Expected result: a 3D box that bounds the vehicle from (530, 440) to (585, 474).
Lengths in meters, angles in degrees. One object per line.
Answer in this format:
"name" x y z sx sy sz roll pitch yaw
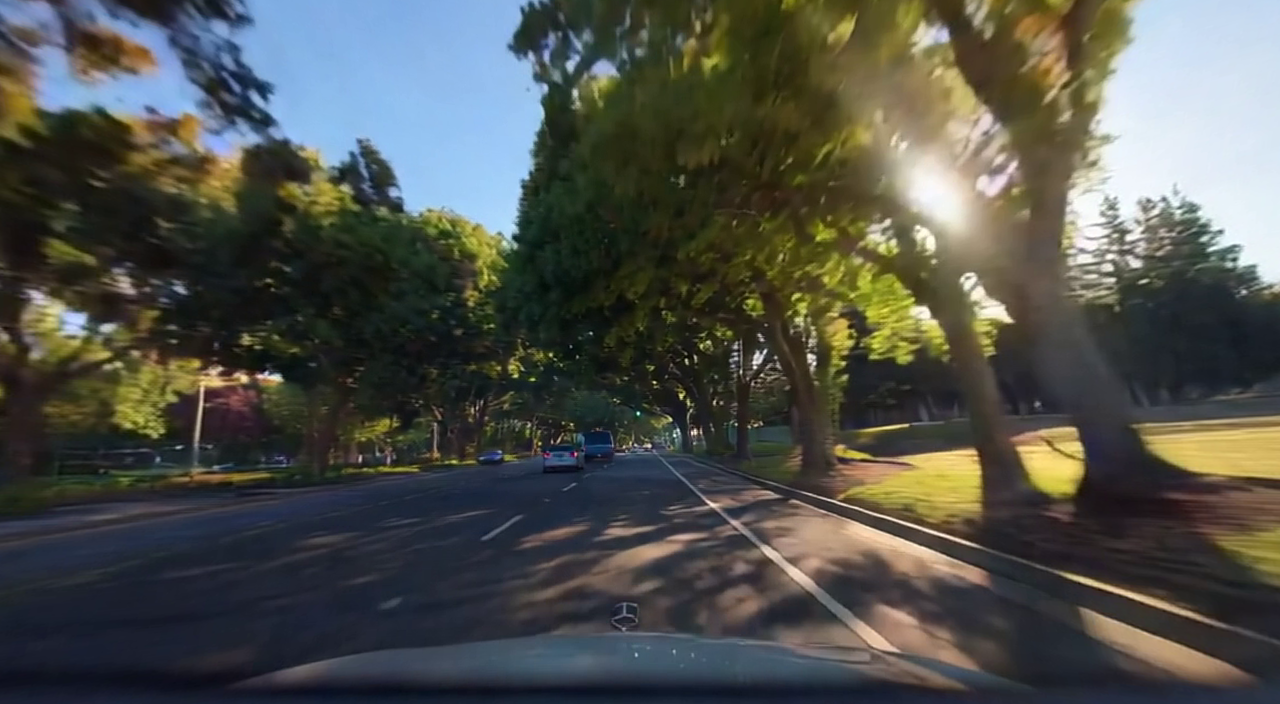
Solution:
"vehicle" -3.842 4.955 30.012 2.009 1.473 4.028 0 -8 1
